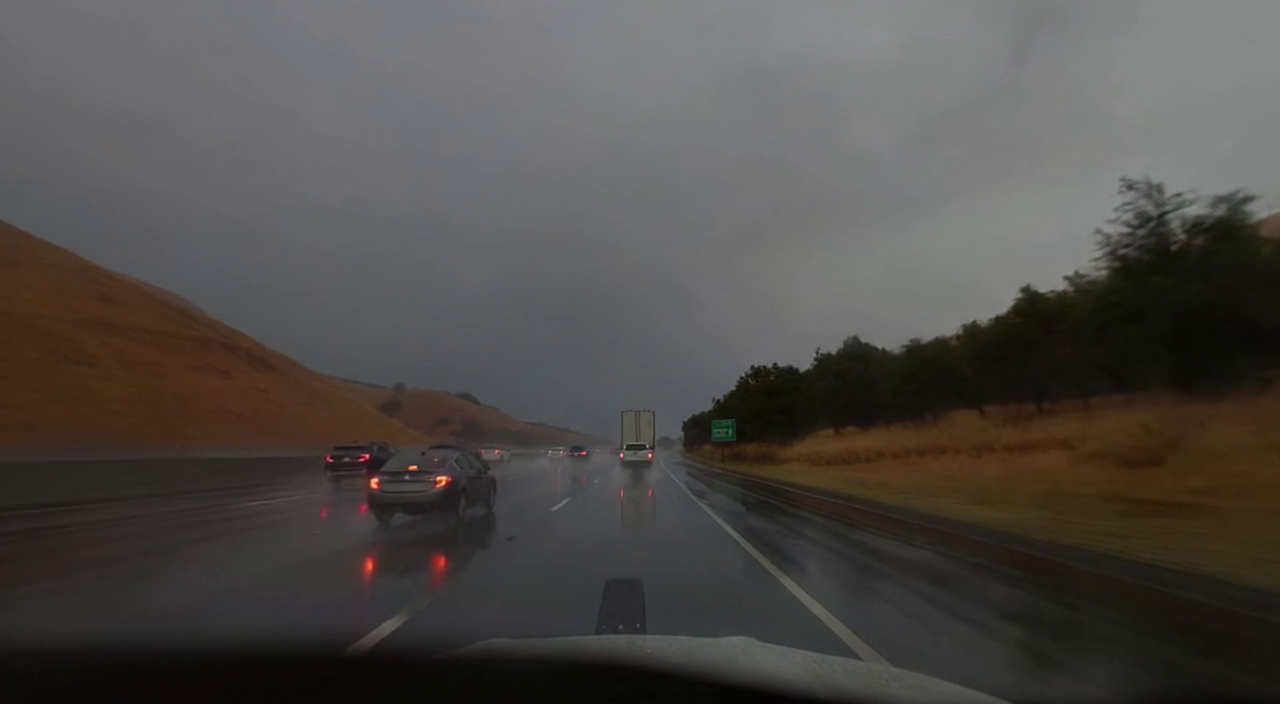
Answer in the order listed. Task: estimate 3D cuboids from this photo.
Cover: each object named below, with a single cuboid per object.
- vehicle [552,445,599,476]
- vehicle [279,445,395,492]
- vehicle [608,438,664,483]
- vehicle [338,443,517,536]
[{"bbox_3d":[-3.650,6.254,36.636,2.155,1.661,4.477,0,-9,1],"label":"vehicle"},{"bbox_3d":[-10.931,4.207,23.155,1.950,1.507,4.527,0,-9,1],"label":"vehicle"},{"bbox_3d":[-0.166,4.790,28.001,2.281,1.795,4.297,1,-9,0],"label":"vehicle"},{"bbox_3d":[-3.931,2.598,12.609,1.943,1.468,4.547,0,-9,1],"label":"vehicle"}]
